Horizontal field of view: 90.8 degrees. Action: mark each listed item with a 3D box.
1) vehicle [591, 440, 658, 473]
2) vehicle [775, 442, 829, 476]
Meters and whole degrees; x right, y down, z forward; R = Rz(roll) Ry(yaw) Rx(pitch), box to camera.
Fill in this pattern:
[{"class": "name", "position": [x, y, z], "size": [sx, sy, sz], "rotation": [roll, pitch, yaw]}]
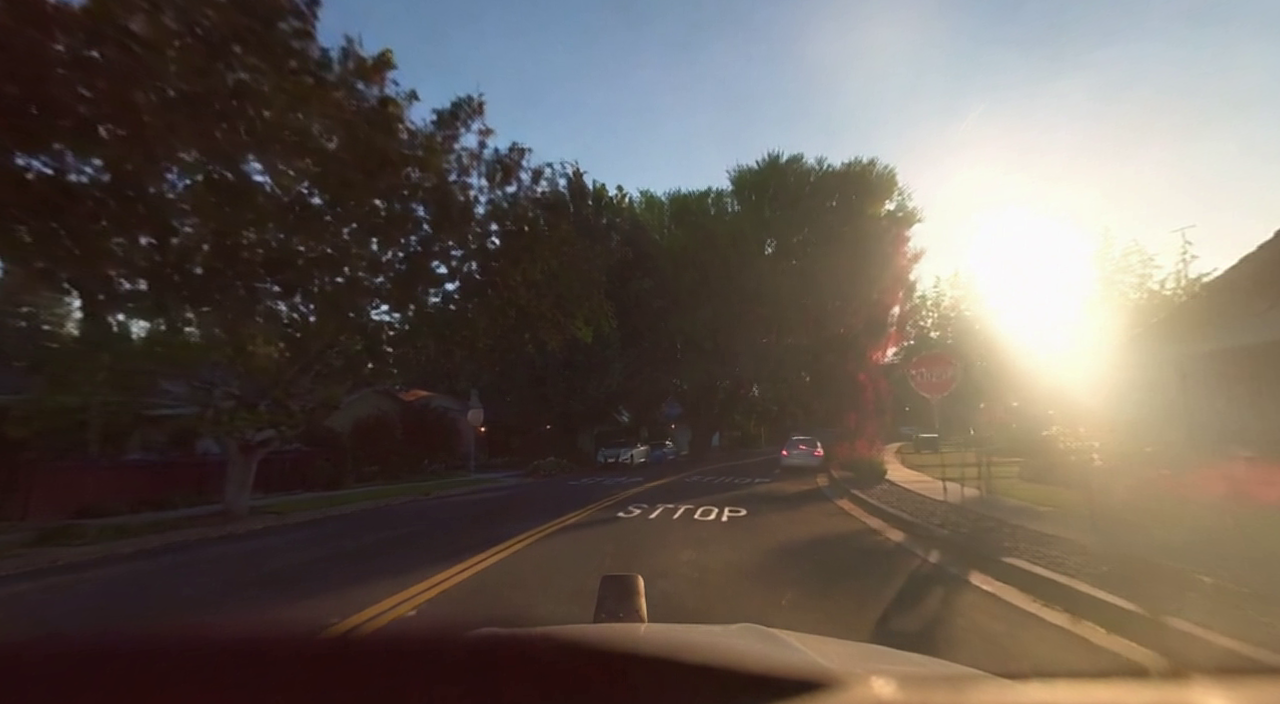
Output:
[{"class": "vehicle", "position": [-0.767, 5.788, 35.283], "size": [2.030, 1.696, 4.828], "rotation": [-4, -9, 21]}, {"class": "vehicle", "position": [7.872, 5.086, 30.305], "size": [2.045, 1.478, 4.914], "rotation": [-3, -9, 19]}]
